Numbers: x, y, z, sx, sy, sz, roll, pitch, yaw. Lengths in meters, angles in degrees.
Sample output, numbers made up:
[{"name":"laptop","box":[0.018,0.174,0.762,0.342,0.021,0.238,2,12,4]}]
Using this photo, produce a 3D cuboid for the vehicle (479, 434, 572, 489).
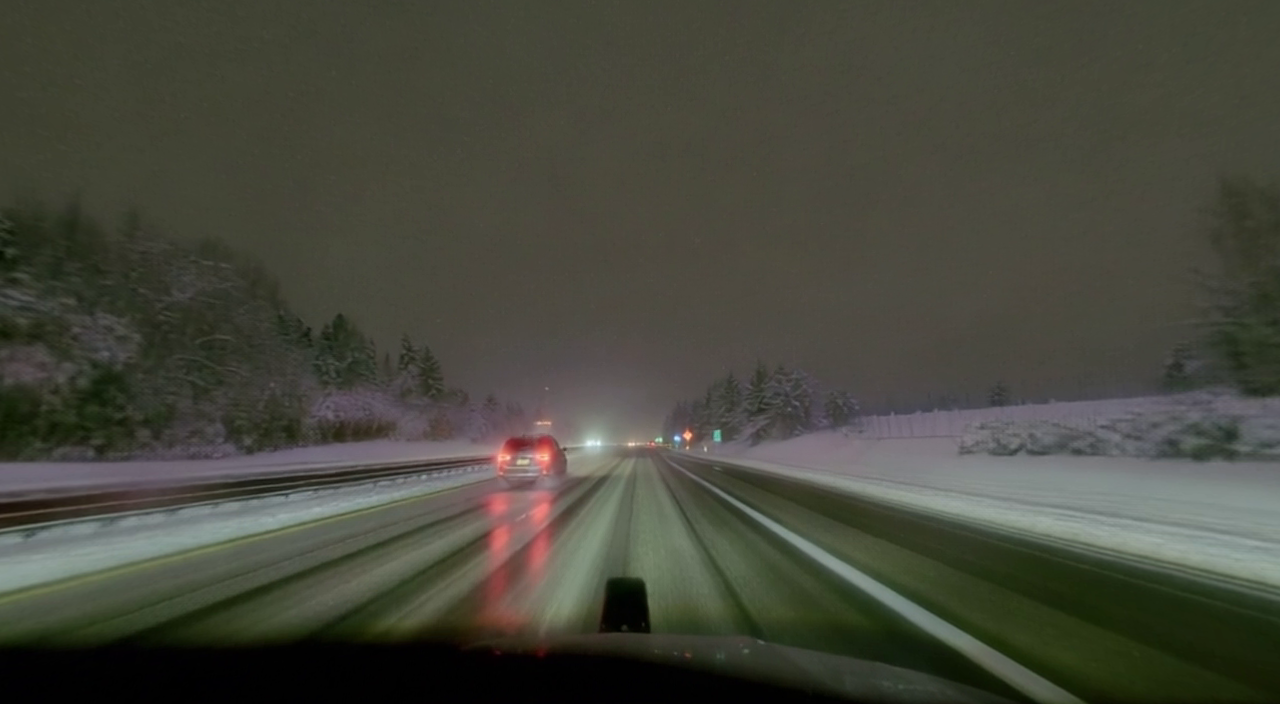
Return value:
[{"name":"vehicle","box":[-3.483,3.395,19.932,2.051,1.531,4.250,0,-8,1]}]
